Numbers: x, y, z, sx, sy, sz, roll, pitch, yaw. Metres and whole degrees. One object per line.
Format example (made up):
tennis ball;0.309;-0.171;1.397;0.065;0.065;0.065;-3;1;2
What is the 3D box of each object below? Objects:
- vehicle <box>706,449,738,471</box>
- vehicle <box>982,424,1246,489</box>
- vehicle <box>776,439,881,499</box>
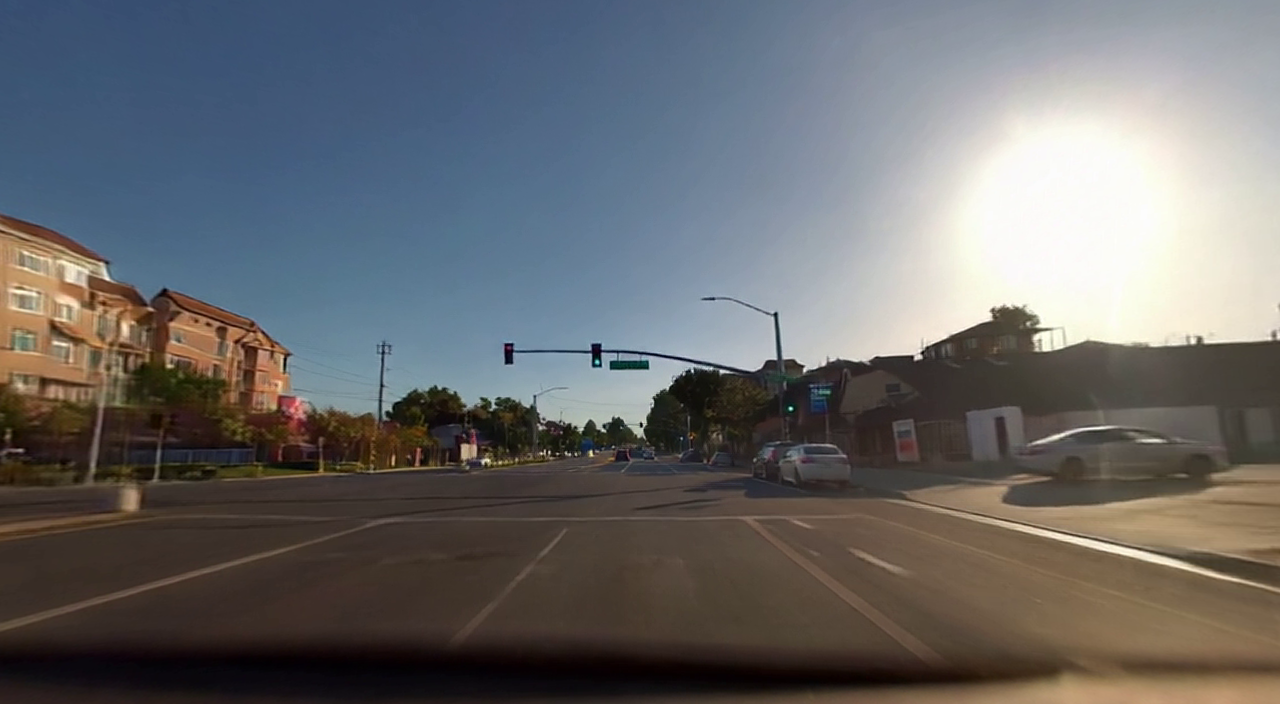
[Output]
vehicle;6.368;8.420;49.299;1.955;1.679;3.890;0;-9;0
vehicle;12.224;2.741;16.578;5.237;1.552;1.954;-1;-9;2
vehicle;5.922;3.734;20.584;1.845;1.664;5.285;0;-9;0
